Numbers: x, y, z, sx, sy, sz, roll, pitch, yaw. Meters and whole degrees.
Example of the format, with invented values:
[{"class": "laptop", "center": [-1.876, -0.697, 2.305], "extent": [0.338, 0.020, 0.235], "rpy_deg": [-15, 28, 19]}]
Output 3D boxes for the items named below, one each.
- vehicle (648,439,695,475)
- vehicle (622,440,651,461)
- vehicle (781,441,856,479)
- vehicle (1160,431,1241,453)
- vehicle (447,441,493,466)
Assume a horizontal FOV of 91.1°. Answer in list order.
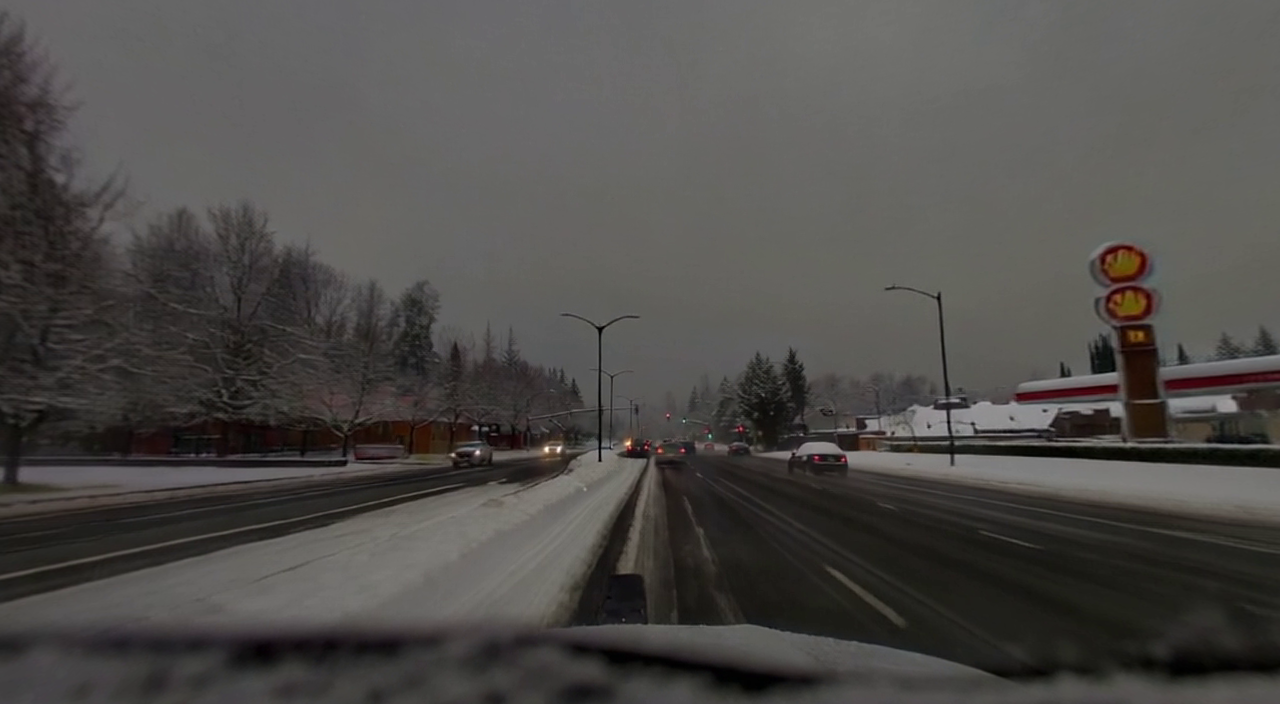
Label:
[{"class": "vehicle", "center": [1.388, 4.830, 29.108], "extent": [1.971, 1.479, 4.493], "rpy_deg": [0, -8, 1]}, {"class": "vehicle", "center": [-0.327, 7.630, 48.680], "extent": [2.074, 1.575, 4.326], "rpy_deg": [0, -8, -3]}, {"class": "vehicle", "center": [7.484, 4.548, 26.771], "extent": [1.918, 1.484, 4.456], "rpy_deg": [0, -8, 0]}, {"class": "vehicle", "center": [39.378, 6.347, 44.267], "extent": [1.719, 1.450, 4.559], "rpy_deg": [0, -8, 4]}, {"class": "vehicle", "center": [-13.246, 7.910, 49.189], "extent": [2.022, 1.787, 5.262], "rpy_deg": [-1, -8, 1]}]
